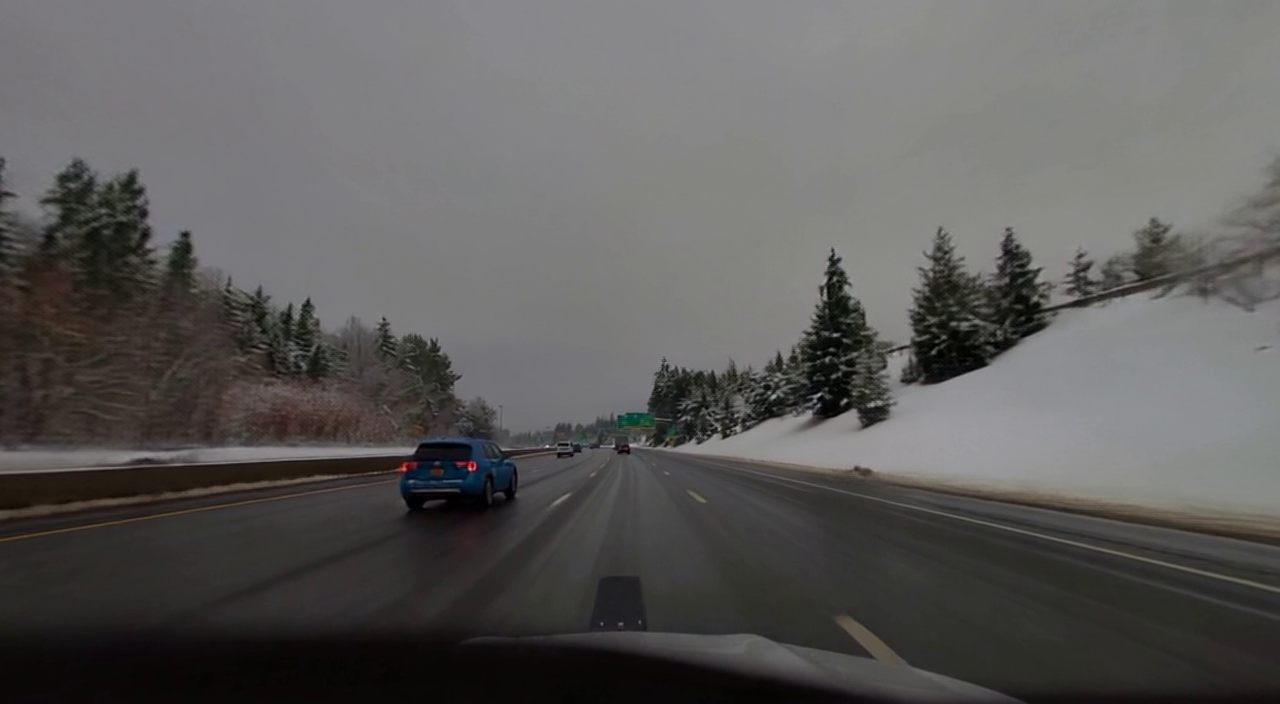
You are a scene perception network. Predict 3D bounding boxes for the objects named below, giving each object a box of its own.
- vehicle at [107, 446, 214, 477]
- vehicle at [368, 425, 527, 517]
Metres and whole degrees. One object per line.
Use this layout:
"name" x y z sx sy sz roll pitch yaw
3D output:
"vehicle" -25.538 5.842 33.859 2.031 1.489 4.795 0 -8 -1
"vehicle" -4.068 2.585 14.284 2.162 1.724 4.537 0 -8 0
